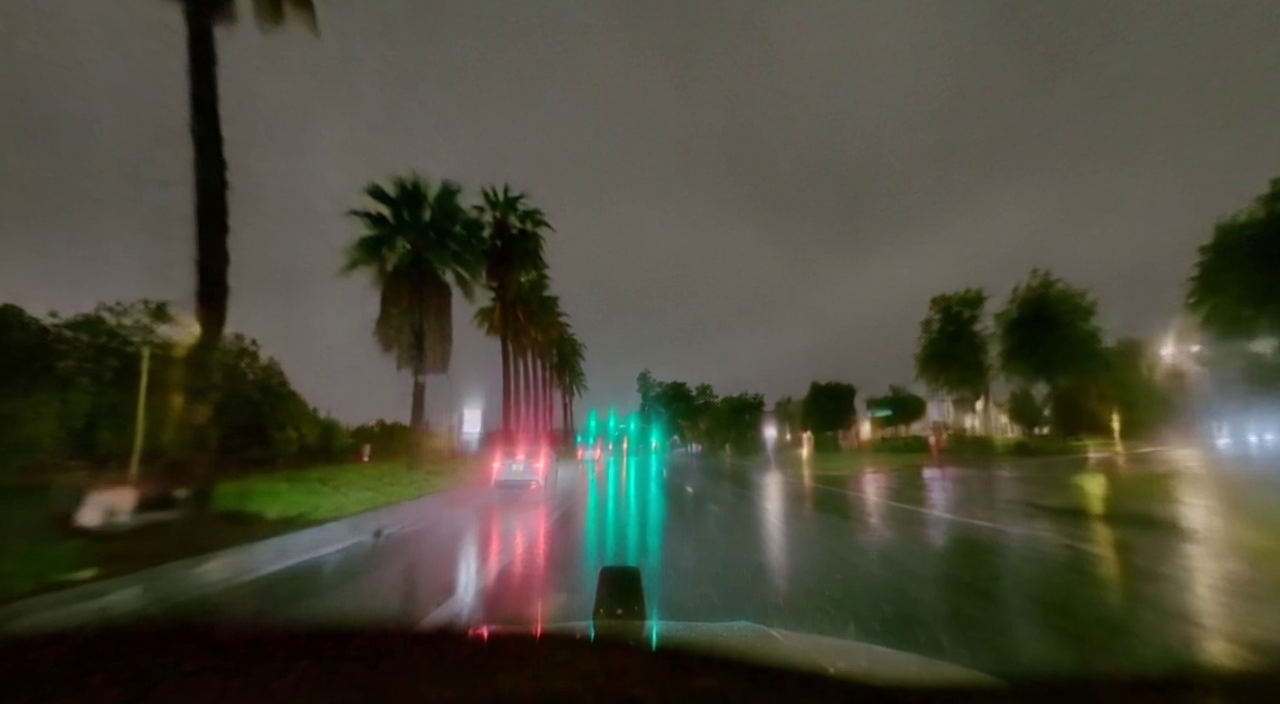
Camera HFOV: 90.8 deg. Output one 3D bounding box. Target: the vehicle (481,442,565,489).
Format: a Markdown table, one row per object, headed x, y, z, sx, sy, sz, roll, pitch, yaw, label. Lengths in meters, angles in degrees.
| x | y | z | sx | sy | sz | roll | pitch | yaw | label |
| --- | --- | --- | --- | --- | --- | --- | --- | --- | --- |
| -3.944 | 3.941 | 22.198 | 2.108 | 1.475 | 4.555 | 0 | -9 | 0 | vehicle |
